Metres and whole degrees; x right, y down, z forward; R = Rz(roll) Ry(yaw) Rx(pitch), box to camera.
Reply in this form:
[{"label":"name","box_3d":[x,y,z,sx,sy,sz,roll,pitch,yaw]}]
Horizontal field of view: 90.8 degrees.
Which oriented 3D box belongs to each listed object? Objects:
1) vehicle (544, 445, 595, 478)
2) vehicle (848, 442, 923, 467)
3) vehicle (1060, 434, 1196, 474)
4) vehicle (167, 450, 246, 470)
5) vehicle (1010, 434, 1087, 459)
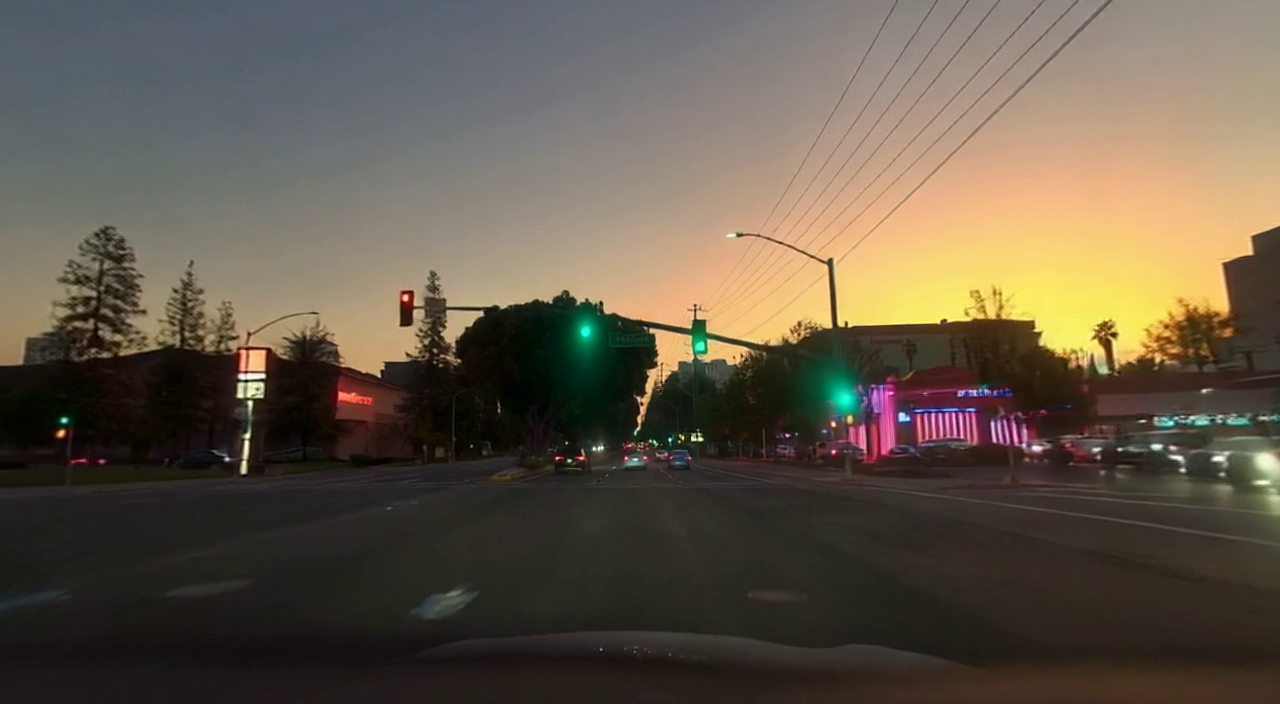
[{"label":"vehicle","box_3d":[-3.580,5.681,33.009,2.035,1.564,4.702,0,-9,1]},{"label":"vehicle","box_3d":[16.122,6.701,41.372,4.673,1.555,2.010,5,-10,-30]},{"label":"vehicle","box_3d":[20.825,4.370,27.297,1.967,1.540,4.966,0,-9,1]},{"label":"vehicle","box_3d":[-33.668,8.400,49.151,4.544,1.515,2.218,-1,-9,3]},{"label":"vehicle","box_3d":[29.600,6.939,45.982,2.053,1.559,5.138,-2,-10,-2]}]
